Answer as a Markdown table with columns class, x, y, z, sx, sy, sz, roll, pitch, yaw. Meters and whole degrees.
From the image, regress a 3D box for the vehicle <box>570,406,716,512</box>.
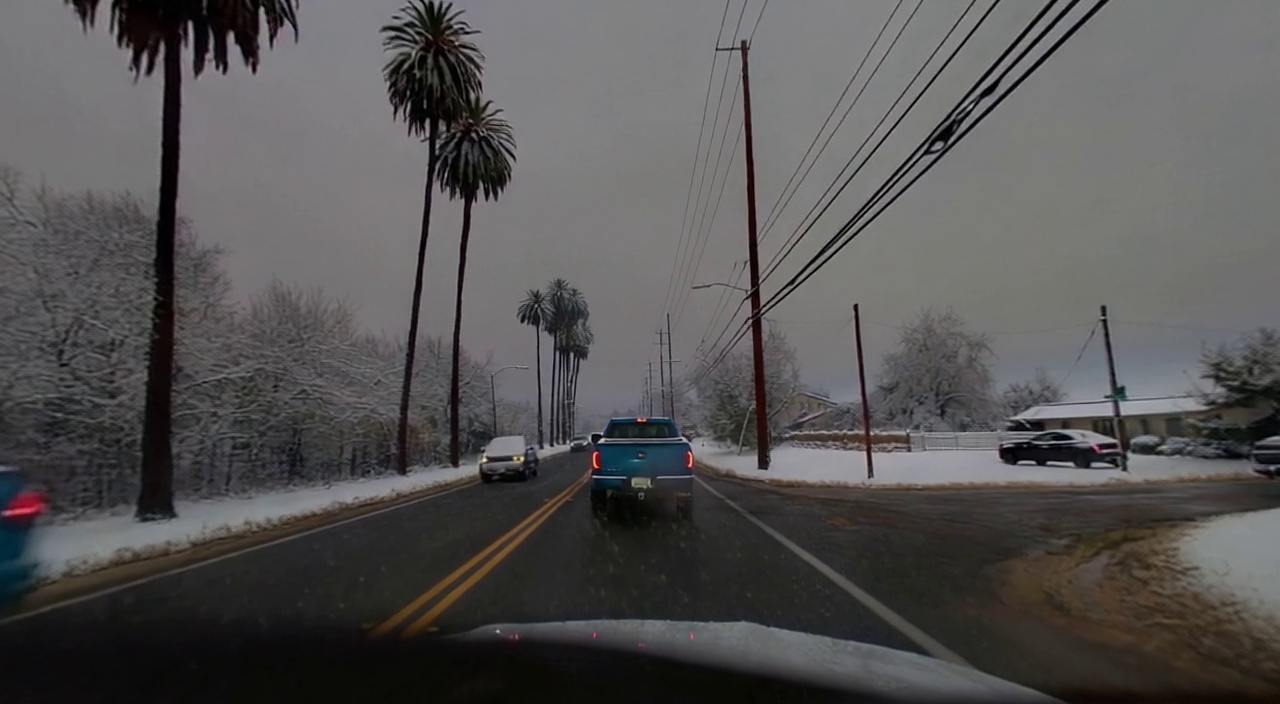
| class | x | y | z | sx | sy | sz | roll | pitch | yaw |
| --- | --- | --- | --- | --- | --- | --- | --- | --- | --- |
| vehicle | 0.021 | 2.536 | 15.386 | 2.848 | 2.047 | 5.885 | 0 | -8 | -1 |

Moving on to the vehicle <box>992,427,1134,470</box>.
| class | x | y | z | sx | sy | sz | roll | pitch | yaw |
| --- | --- | --- | --- | --- | --- | --- | --- | --- | --- |
| vehicle | 20.331 | 4.712 | 30.873 | 2.277 | 1.836 | 6.267 | 0 | -9 | -4 |

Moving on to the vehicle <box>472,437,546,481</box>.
| class | x | y | z | sx | sy | sz | roll | pitch | yaw |
| --- | --- | --- | --- | --- | --- | --- | --- | --- | --- |
| vehicle | -5.217 | 4.321 | 25.869 | 2.159 | 1.627 | 4.505 | 0 | -8 | -1 |
